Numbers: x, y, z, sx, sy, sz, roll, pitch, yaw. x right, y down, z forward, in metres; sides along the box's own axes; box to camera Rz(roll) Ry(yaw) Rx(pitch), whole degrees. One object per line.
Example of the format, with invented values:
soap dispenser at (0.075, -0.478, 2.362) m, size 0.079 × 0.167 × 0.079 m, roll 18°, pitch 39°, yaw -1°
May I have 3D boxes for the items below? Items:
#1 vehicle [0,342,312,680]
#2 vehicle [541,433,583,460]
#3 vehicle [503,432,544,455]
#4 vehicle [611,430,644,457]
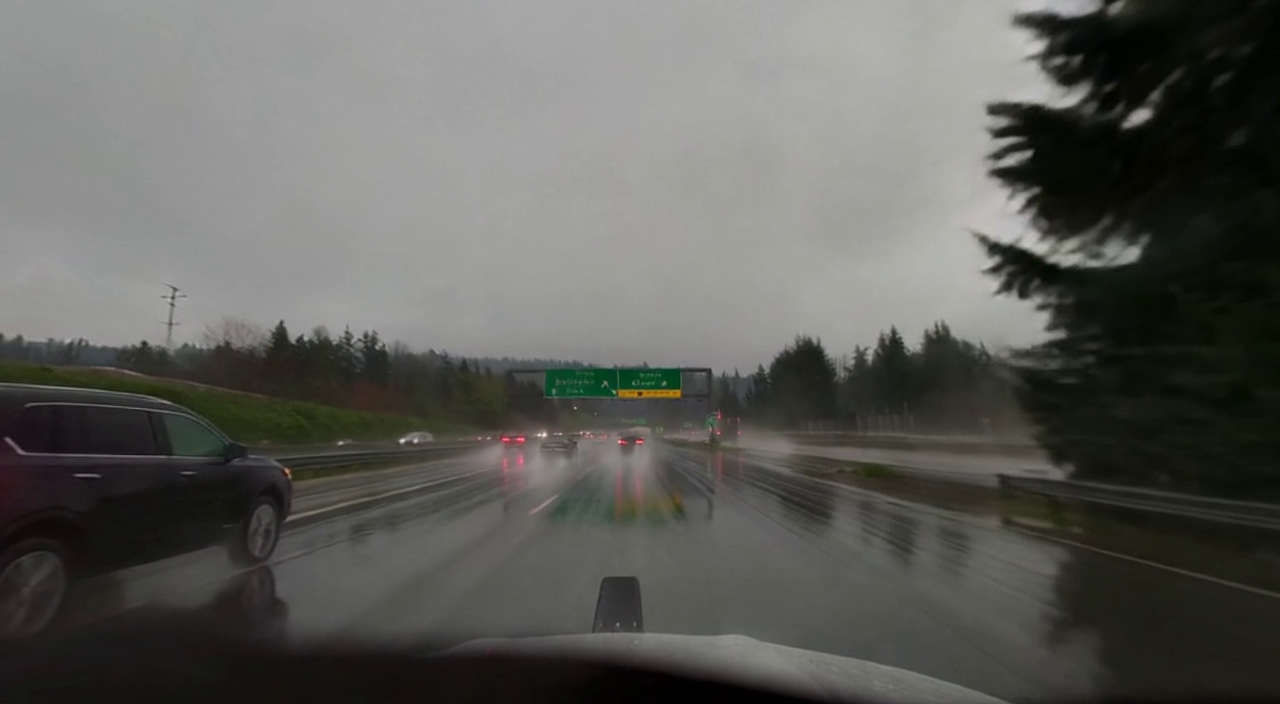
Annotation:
vehicle at (-4.479, 1.006, 4.478) m, size 1.971 × 1.822 × 4.366 m, roll 0°, pitch -8°, yaw -1°
vehicle at (-4.389, 5.359, 35.854) m, size 1.909 × 1.445 × 4.087 m, roll 0°, pitch -8°, yaw 0°
vehicle at (-8.249, 6.533, 44.983) m, size 1.953 × 1.524 × 4.863 m, roll 0°, pitch -8°, yaw 0°
vehicle at (-0.743, 5.753, 39.573) m, size 2.002 × 1.611 × 3.778 m, roll 0°, pitch -8°, yaw 0°
